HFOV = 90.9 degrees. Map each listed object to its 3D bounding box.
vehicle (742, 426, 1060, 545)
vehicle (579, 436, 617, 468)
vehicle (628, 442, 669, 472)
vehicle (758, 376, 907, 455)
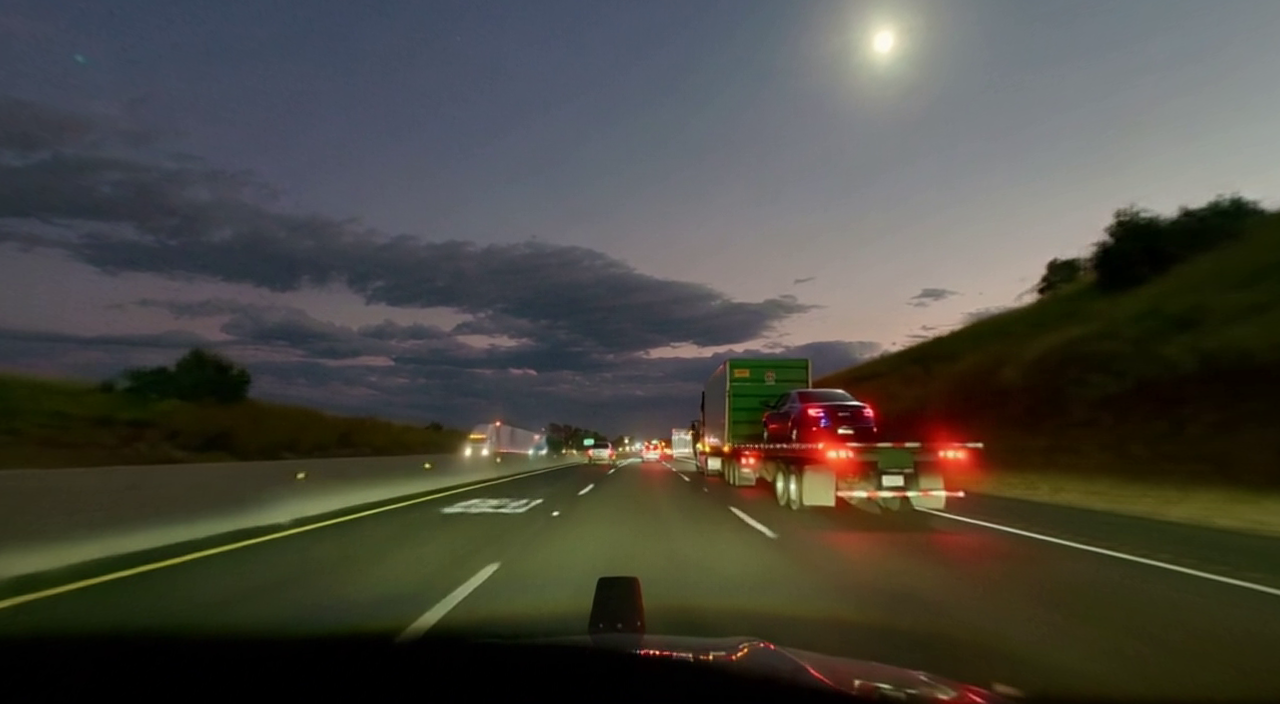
[{"bbox_3d":[4.277,2.532,13.258,2.654,1.574,9.537,0,-9,0],"label":"vehicle"},{"bbox_3d":[-2.814,6.888,43.560,2.142,2.044,4.446,-1,-9,2],"label":"vehicle"},{"bbox_3d":[0.461,5.711,34.451,2.086,1.497,3.681,0,-9,1],"label":"vehicle"},{"bbox_3d":[4.163,1.571,14.456,1.968,1.547,4.215,0,-9,-2],"label":"vehicle"}]
